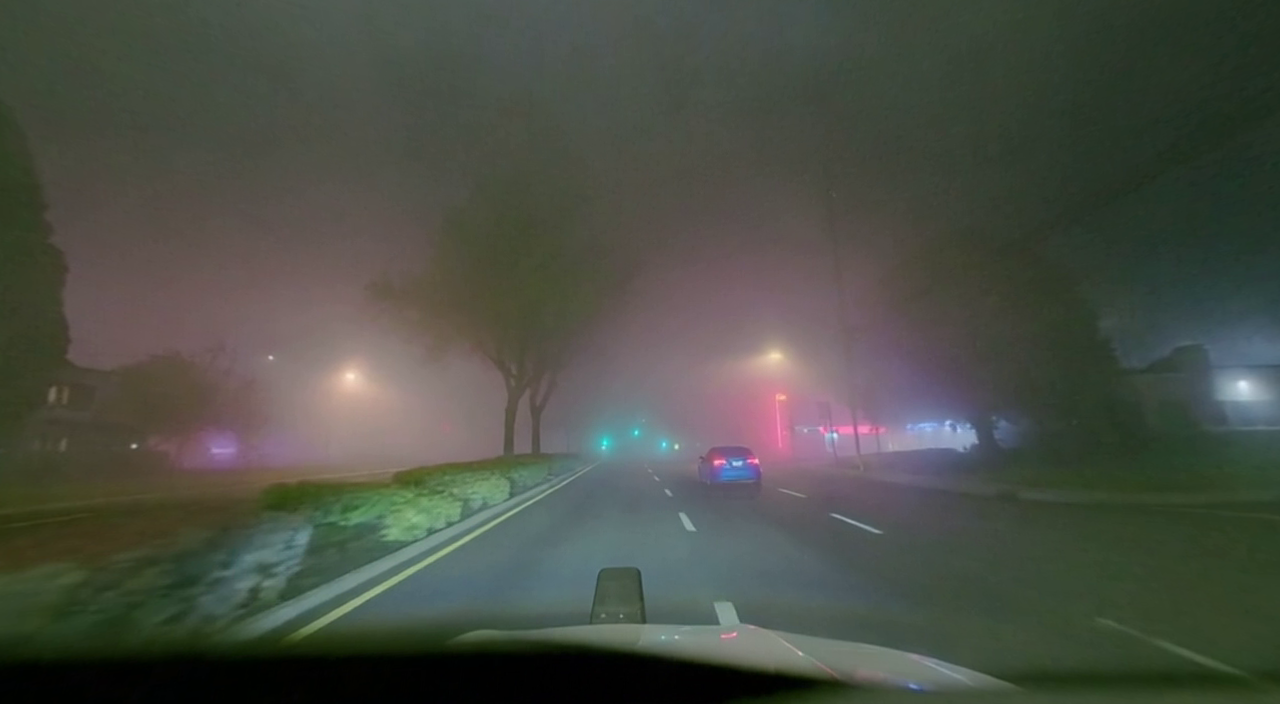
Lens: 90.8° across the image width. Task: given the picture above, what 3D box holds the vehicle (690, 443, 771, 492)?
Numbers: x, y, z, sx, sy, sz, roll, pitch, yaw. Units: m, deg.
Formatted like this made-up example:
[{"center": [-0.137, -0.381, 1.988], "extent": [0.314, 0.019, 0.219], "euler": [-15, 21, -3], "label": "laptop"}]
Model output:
[{"center": [2.834, 3.720, 20.784], "extent": [1.929, 1.411, 4.284], "euler": [0, -8, -2], "label": "vehicle"}]
